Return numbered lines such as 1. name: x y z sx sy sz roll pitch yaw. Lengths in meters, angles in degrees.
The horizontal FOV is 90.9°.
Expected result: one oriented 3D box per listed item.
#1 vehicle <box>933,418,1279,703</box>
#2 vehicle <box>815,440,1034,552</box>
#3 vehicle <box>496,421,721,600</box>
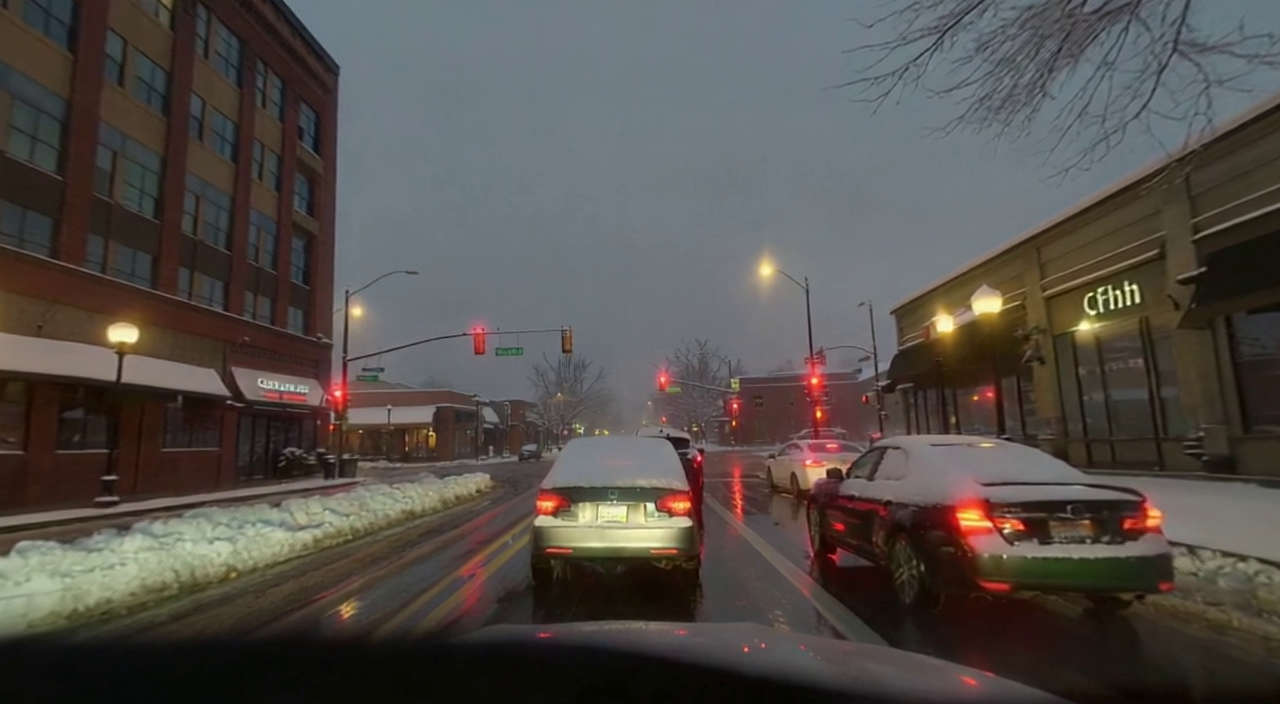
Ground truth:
1. vehicle: 3.195 0.979 2.192 2.006 1.496 4.767 0 -9 -1
2. vehicle: 4.543 2.323 11.012 1.912 1.505 4.618 -1 -8 3
3. vehicle: -0.268 1.613 7.233 1.888 1.489 3.703 0 -8 0
